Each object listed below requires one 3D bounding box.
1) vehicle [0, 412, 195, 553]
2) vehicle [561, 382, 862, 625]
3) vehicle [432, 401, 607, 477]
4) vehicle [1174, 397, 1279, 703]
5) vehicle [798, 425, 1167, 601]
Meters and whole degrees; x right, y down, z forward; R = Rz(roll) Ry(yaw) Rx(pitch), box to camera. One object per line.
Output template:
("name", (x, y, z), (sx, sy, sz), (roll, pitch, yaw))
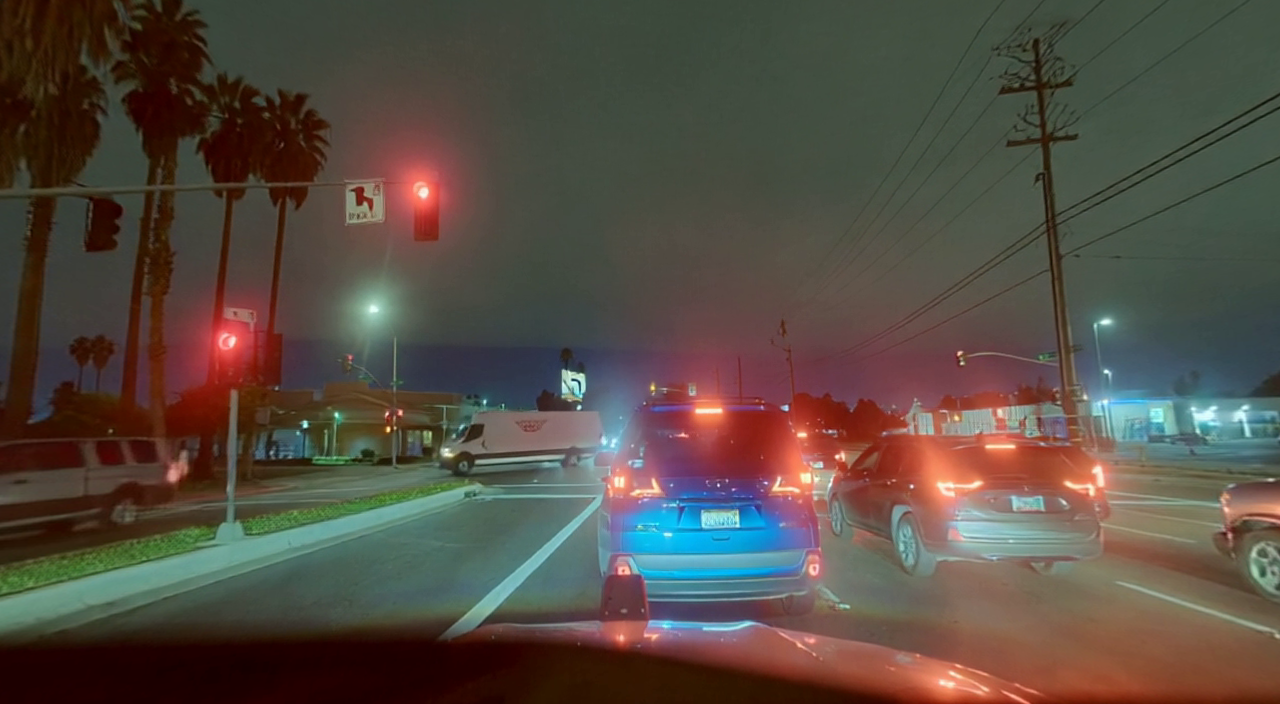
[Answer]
("vehicle", (-13.103, 2.714, 13.483), (2.230, 2.653, 5.869), (-1, -9, 8))
("vehicle", (0.454, 1.436, 6.883), (2.228, 1.780, 4.269), (0, -9, -2))
("vehicle", (-6.727, 5.323, 38.153), (2.973, 3.889, 11.535), (-6, -10, 34))
("vehicle", (3.357, 0.653, 0.658), (1.805, 1.485, 4.348), (0, -9, 1))
("vehicle", (3.436, 1.681, 7.503), (1.895, 1.456, 4.255), (0, -9, -2))
